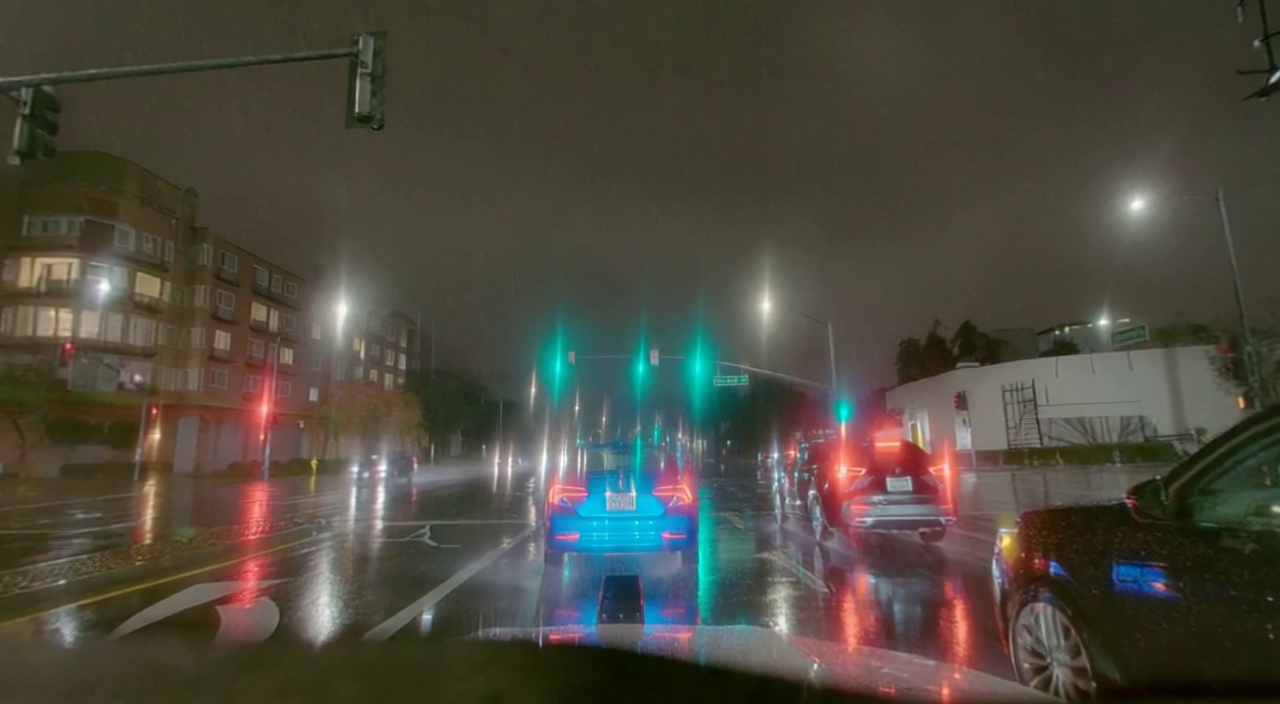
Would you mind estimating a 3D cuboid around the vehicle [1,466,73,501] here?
[{"bbox_3d":[-27.990,6.080,29.457,1.972,1.433,4.324,8,-12,-39],"label":"vehicle"}]

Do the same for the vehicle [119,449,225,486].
[{"bbox_3d":[-27.470,6.757,37.366,2.300,1.932,5.056,-1,-8,2],"label":"vehicle"}]

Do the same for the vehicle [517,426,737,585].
[{"bbox_3d":[-0.137,1.762,8.049,2.095,1.502,3.873,0,-8,0],"label":"vehicle"}]

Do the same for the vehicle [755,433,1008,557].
[{"bbox_3d":[3.222,1.998,9.609,2.009,1.414,4.416,0,-8,-2],"label":"vehicle"}]

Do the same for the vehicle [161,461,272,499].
[{"bbox_3d":[-19.067,5.764,28.707,1.942,1.453,4.448,0,-9,0],"label":"vehicle"}]

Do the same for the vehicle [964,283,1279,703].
[{"bbox_3d":[3.007,0.630,1.589,2.047,1.785,4.357,0,-8,0],"label":"vehicle"}]

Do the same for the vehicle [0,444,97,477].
[{"bbox_3d":[-35.731,6.440,37.534,2.145,1.797,5.198,-1,-9,1],"label":"vehicle"}]

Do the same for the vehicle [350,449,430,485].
[{"bbox_3d":[-11.638,5.349,29.799,1.887,1.516,4.524,0,-8,1],"label":"vehicle"}]
